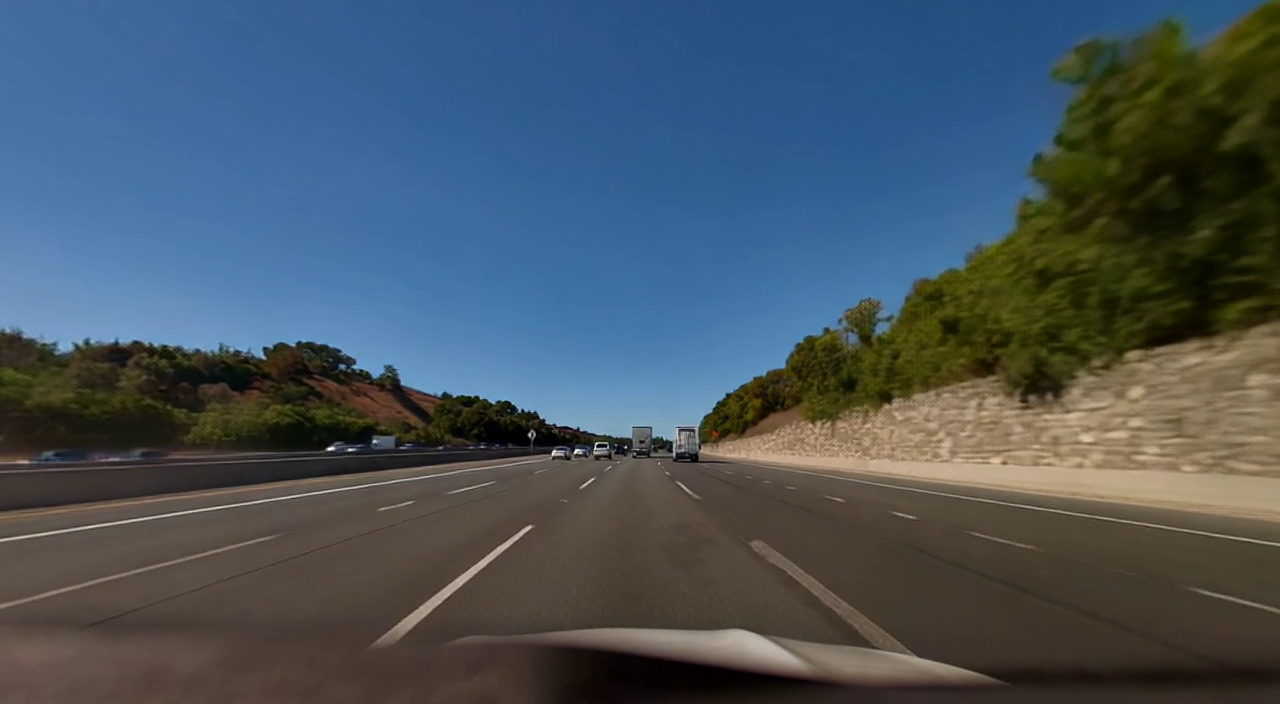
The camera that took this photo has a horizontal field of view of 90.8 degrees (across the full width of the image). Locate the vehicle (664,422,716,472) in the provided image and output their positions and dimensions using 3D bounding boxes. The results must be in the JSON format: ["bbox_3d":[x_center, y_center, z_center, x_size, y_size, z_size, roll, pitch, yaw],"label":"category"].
[{"bbox_3d":[3.398,6.795,44.951,2.795,3.187,7.205,0,-9,-3],"label":"vehicle"}]
